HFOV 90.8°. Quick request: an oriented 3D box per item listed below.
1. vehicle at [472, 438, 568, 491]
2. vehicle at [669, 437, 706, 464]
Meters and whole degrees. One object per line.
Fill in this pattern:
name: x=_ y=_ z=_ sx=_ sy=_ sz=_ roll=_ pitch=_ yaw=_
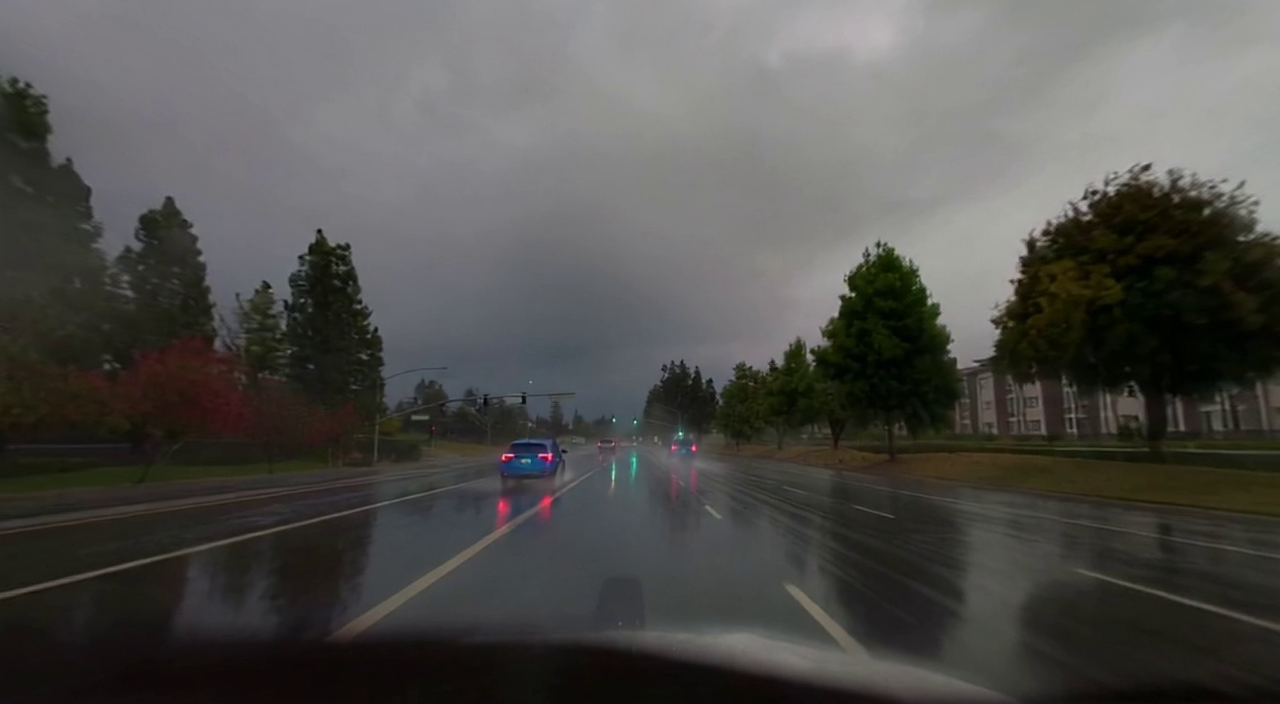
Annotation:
vehicle: x=-3.627 y=3.478 z=19.923 sx=2.112 sy=1.471 sz=4.212 roll=0 pitch=-8 yaw=1
vehicle: x=3.064 y=6.479 z=41.585 sx=2.072 sy=1.696 sz=4.177 roll=0 pitch=-8 yaw=-1
